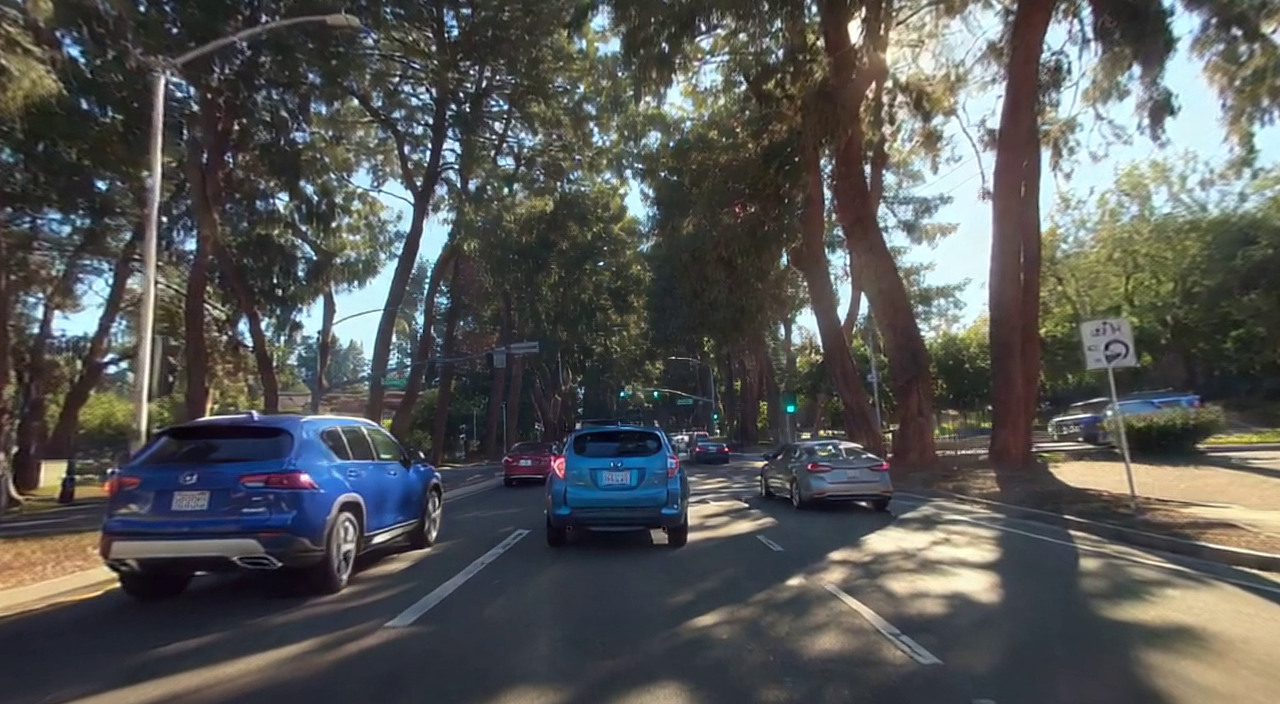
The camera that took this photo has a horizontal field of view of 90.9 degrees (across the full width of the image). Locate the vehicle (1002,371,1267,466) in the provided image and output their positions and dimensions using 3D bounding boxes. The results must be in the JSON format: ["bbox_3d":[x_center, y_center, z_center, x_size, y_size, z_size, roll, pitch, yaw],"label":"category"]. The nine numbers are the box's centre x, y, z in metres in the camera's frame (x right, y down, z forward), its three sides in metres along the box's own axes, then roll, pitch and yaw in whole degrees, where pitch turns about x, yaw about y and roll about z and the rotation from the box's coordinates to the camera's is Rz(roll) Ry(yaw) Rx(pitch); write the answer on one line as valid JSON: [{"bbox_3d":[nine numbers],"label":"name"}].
[{"bbox_3d":[17.855,2.481,23.138,7.314,3.230,2.680,0,-8,-1],"label":"vehicle"}]

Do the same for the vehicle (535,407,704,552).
[{"bbox_3d":[-0.250,1.939,10.252,2.132,1.816,4.471,0,-8,0],"label":"vehicle"}]

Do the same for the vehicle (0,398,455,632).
[{"bbox_3d":[-3.702,1.514,6.839,2.039,1.709,4.265,0,-8,1],"label":"vehicle"}]

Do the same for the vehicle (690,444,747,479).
[{"bbox_3d":[3.486,4.943,28.848,1.996,1.443,4.270,0,-8,-1],"label":"vehicle"}]

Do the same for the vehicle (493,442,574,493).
[{"bbox_3d":[-3.395,3.750,20.904,1.897,1.479,4.204,0,-8,1],"label":"vehicle"}]

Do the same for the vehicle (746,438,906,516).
[{"bbox_3d":[4.010,2.770,14.588,2.036,1.480,4.659,0,-8,-4],"label":"vehicle"}]
